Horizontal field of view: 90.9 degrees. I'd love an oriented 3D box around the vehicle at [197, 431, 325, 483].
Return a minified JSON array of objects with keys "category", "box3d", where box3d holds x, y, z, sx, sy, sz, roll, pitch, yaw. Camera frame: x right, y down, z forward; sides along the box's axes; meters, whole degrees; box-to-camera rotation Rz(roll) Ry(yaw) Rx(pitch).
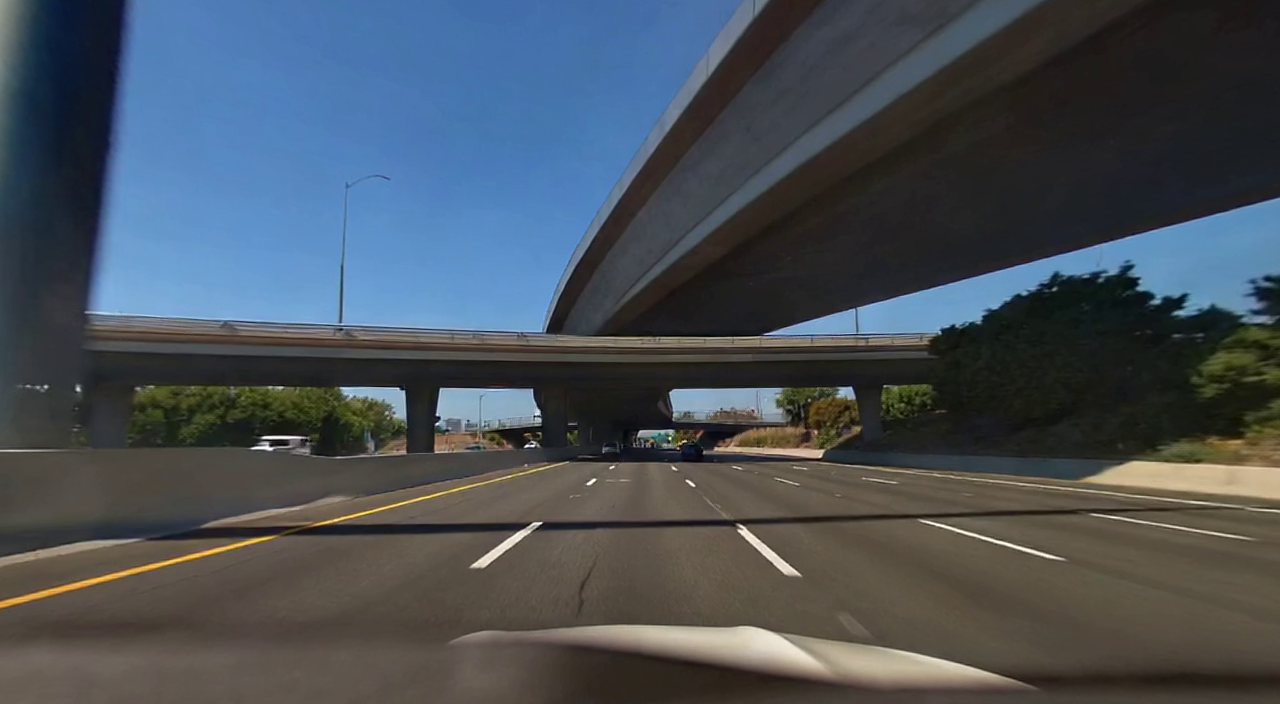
[{"category":"vehicle","box3d":[-11.075,3.071,18.714,1.633,1.387,3.381,0,-8,0]}]
